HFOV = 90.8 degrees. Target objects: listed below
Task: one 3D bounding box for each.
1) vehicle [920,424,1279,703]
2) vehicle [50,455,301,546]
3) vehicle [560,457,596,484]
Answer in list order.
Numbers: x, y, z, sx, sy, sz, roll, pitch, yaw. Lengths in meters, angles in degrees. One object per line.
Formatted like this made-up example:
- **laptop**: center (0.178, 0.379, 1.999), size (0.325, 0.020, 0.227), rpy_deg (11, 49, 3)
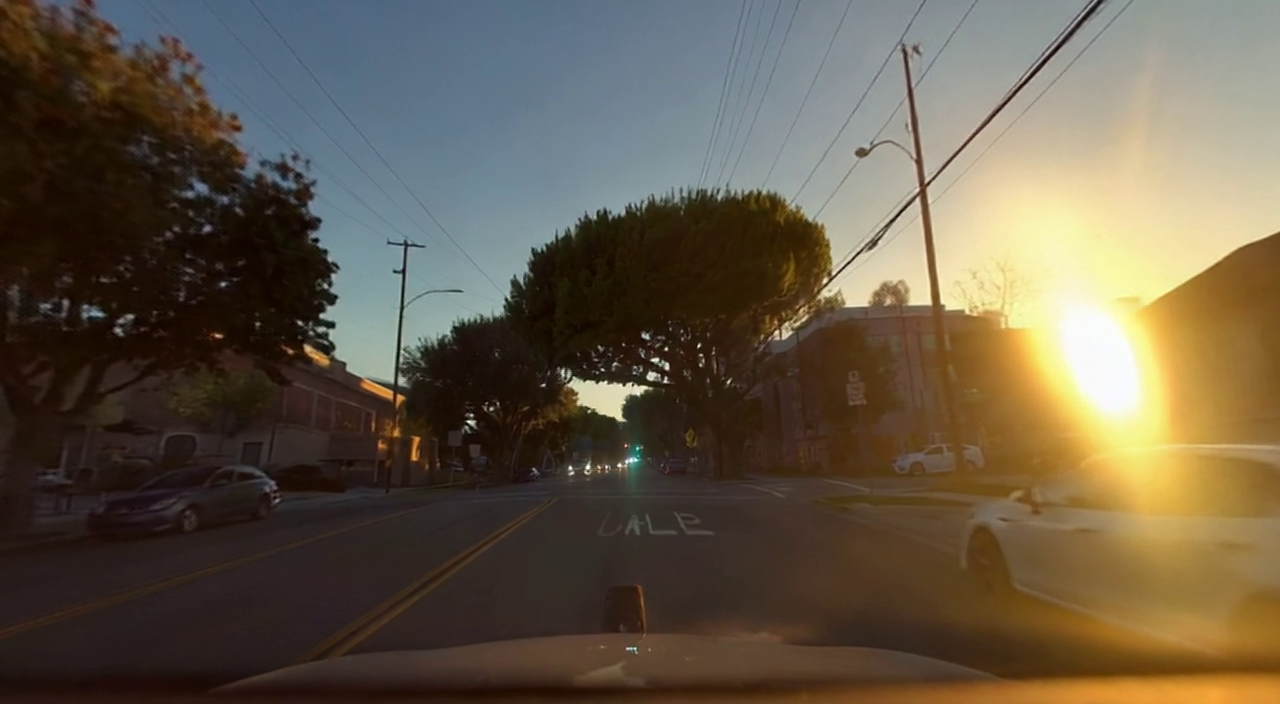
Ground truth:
- **vehicle**: center (3.823, 1.240, 4.011), size (1.946, 1.468, 4.721), rpy_deg (0, -9, 0)
- **vehicle**: center (-9.440, 3.006, 13.515), size (2.000, 1.495, 4.687), rpy_deg (0, -9, -3)
- **vehicle**: center (-4.202, 8.098, 43.247), size (2.108, 1.651, 4.176), rpy_deg (0, -9, -1)
